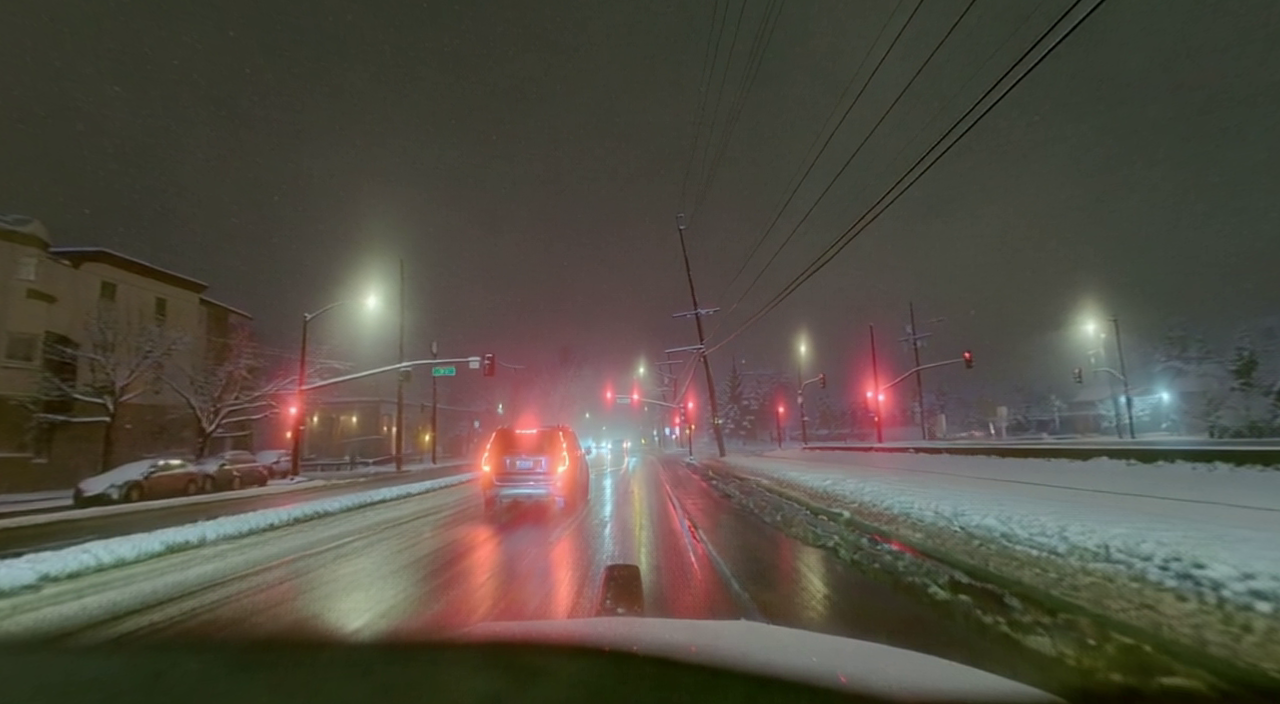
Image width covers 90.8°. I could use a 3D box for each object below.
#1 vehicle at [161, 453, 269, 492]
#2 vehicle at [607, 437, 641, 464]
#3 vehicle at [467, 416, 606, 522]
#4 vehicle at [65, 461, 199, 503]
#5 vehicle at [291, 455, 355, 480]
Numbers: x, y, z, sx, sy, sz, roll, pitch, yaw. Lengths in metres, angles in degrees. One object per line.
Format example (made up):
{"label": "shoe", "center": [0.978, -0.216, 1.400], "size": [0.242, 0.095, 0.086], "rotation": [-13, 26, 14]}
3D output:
{"label": "vehicle", "center": [-20.197, 5.696, 30.283], "size": [1.989, 1.689, 4.388], "rotation": [0, -9, 2]}
{"label": "vehicle", "center": [-0.997, 6.389, 41.019], "size": [2.144, 1.681, 3.855], "rotation": [0, -9, 0]}
{"label": "vehicle", "center": [-1.831, 2.248, 12.568], "size": [2.022, 1.757, 4.041], "rotation": [0, -9, 1]}
{"label": "vehicle", "center": [-20.264, 5.188, 25.485], "size": [1.790, 1.415, 4.450], "rotation": [0, -9, -2]}
{"label": "vehicle", "center": [-20.214, 7.351, 40.543], "size": [1.826, 1.430, 4.426], "rotation": [0, -9, 0]}
